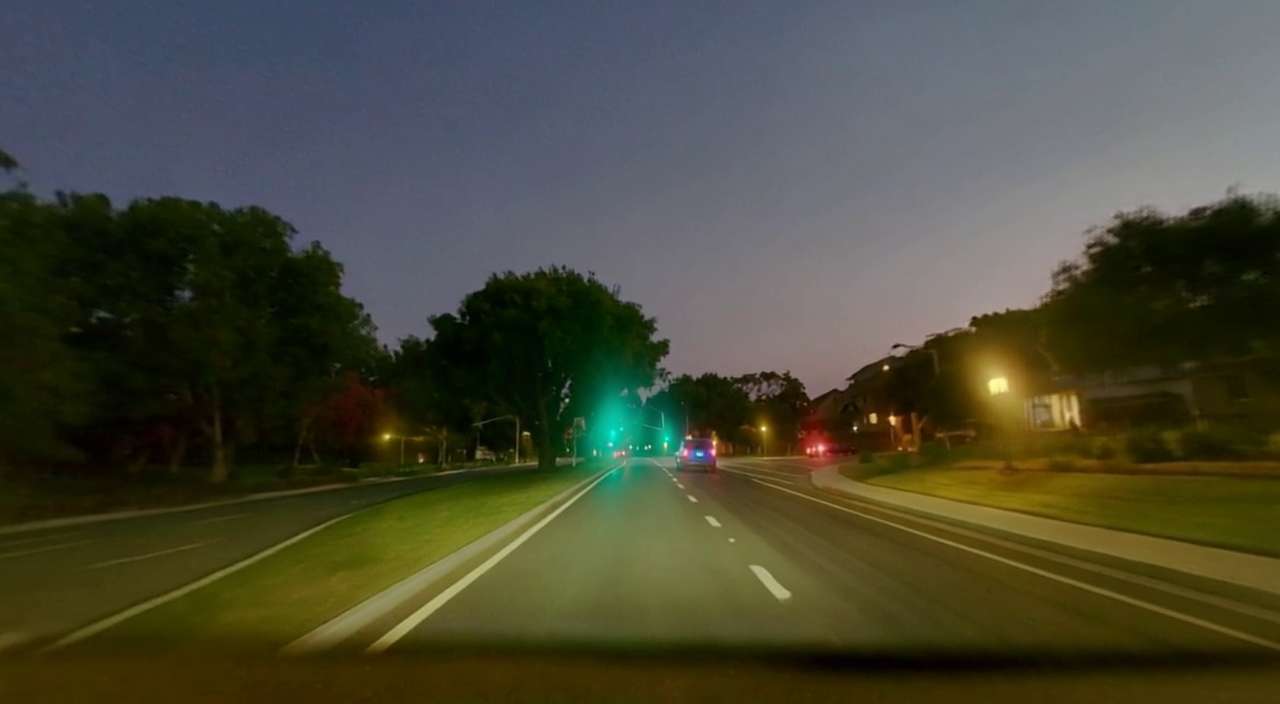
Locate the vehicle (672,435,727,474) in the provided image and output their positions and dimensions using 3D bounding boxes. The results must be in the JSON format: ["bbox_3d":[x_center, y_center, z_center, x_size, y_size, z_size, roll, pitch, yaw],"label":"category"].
[{"bbox_3d":[2.835,5.040,31.160,2.180,1.773,4.639,0,-9,-1],"label":"vehicle"}]
